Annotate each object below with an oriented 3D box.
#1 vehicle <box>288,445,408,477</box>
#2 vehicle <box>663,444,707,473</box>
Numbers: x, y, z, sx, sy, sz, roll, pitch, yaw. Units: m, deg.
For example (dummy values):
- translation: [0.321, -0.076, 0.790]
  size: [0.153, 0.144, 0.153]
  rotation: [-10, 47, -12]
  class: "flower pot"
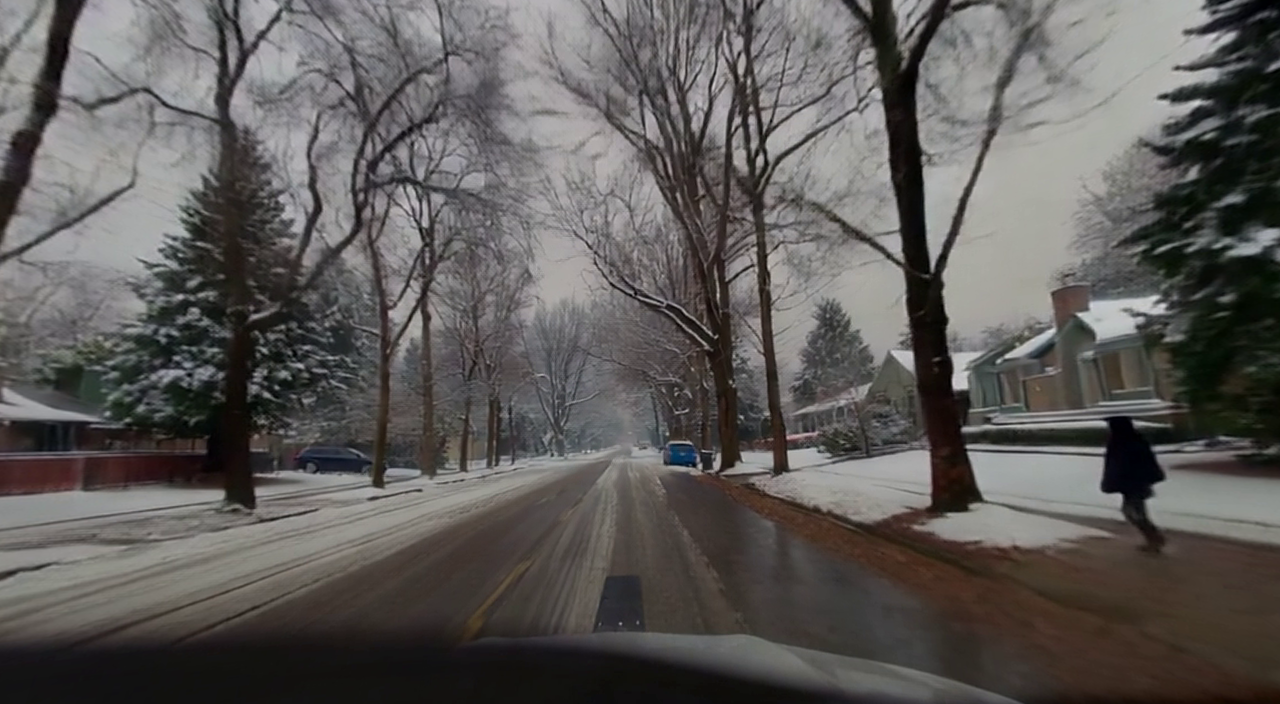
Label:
- translation: [-16.992, 6.342, 36.993]
  size: [5.902, 1.796, 2.183]
  rotation: [0, -8, -3]
  class: "vehicle"
- translation: [2.414, 5.863, 34.951]
  size: [2.022, 1.455, 4.406]
  rotation: [0, -8, -2]
  class: "vehicle"
